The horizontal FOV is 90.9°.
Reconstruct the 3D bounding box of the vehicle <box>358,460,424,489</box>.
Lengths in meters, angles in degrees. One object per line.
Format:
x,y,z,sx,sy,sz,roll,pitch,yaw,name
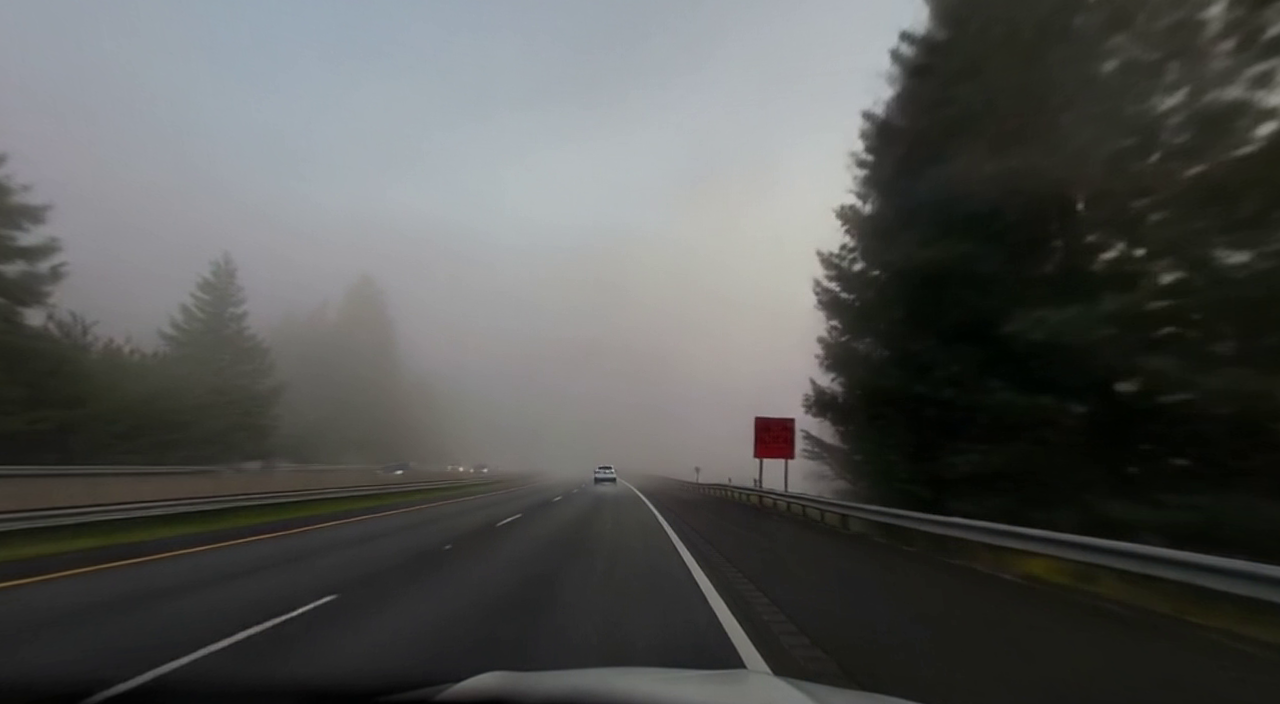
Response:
-14.123,6.969,36.043,1.976,1.500,4.617,1,-11,-1,vehicle

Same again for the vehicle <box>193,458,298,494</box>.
-17.546,5.559,28.331,1.837,1.433,4.435,1,-11,0,vehicle
